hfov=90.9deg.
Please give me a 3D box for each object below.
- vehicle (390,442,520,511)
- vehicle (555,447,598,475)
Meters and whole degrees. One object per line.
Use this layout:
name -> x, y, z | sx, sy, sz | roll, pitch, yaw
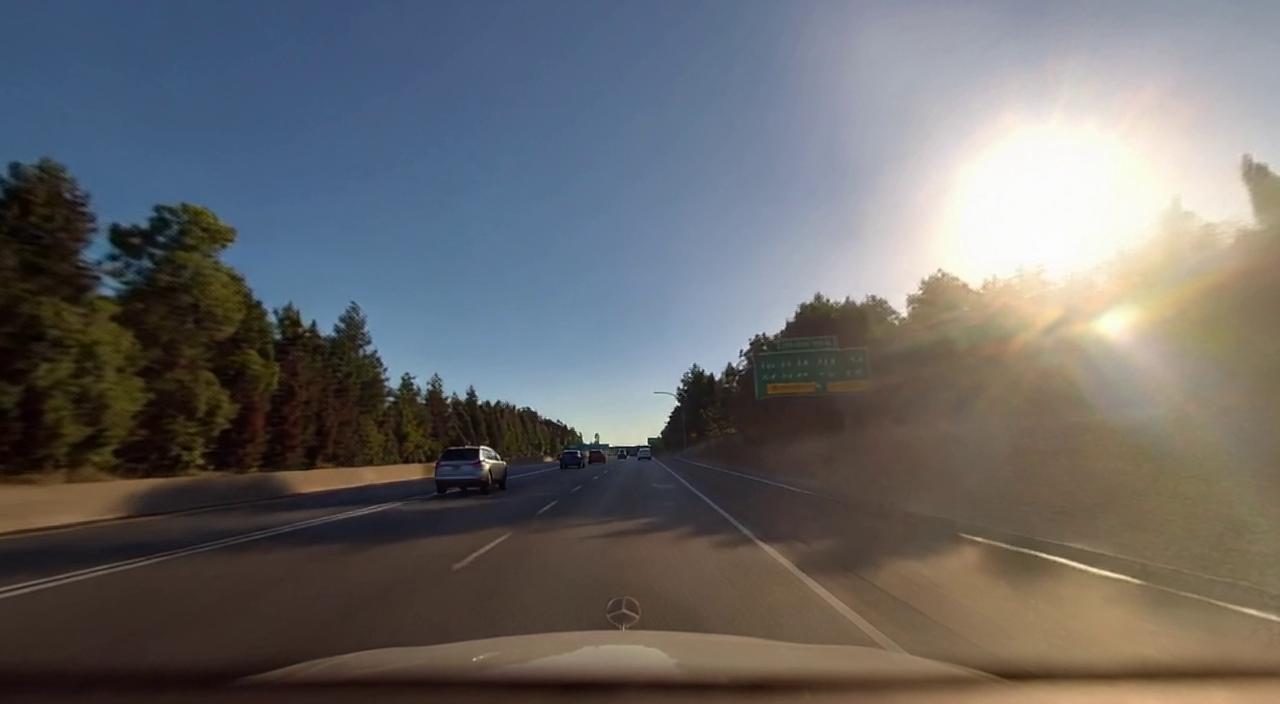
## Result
vehicle -> -4.568, 3.131, 16.369 | 1.975, 1.501, 4.603 | 0, -9, 0
vehicle -> -3.590, 6.234, 36.151 | 2.005, 1.474, 3.921 | 0, -9, 1
